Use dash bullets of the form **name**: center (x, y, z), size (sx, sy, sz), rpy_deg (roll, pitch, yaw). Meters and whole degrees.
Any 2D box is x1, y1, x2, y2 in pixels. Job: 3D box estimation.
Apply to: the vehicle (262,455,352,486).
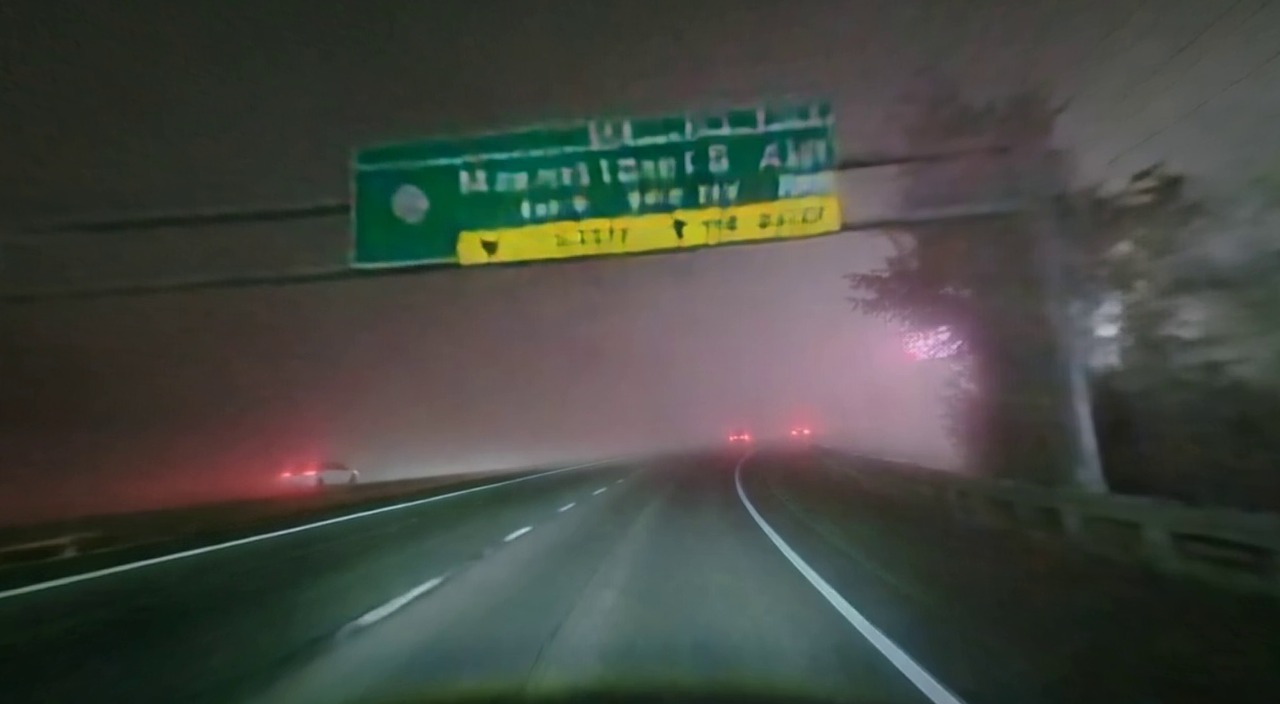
- **vehicle**: center (-20.709, 7.321, 39.226), size (2.145, 1.717, 4.448), rpy_deg (-5, -10, 29)
